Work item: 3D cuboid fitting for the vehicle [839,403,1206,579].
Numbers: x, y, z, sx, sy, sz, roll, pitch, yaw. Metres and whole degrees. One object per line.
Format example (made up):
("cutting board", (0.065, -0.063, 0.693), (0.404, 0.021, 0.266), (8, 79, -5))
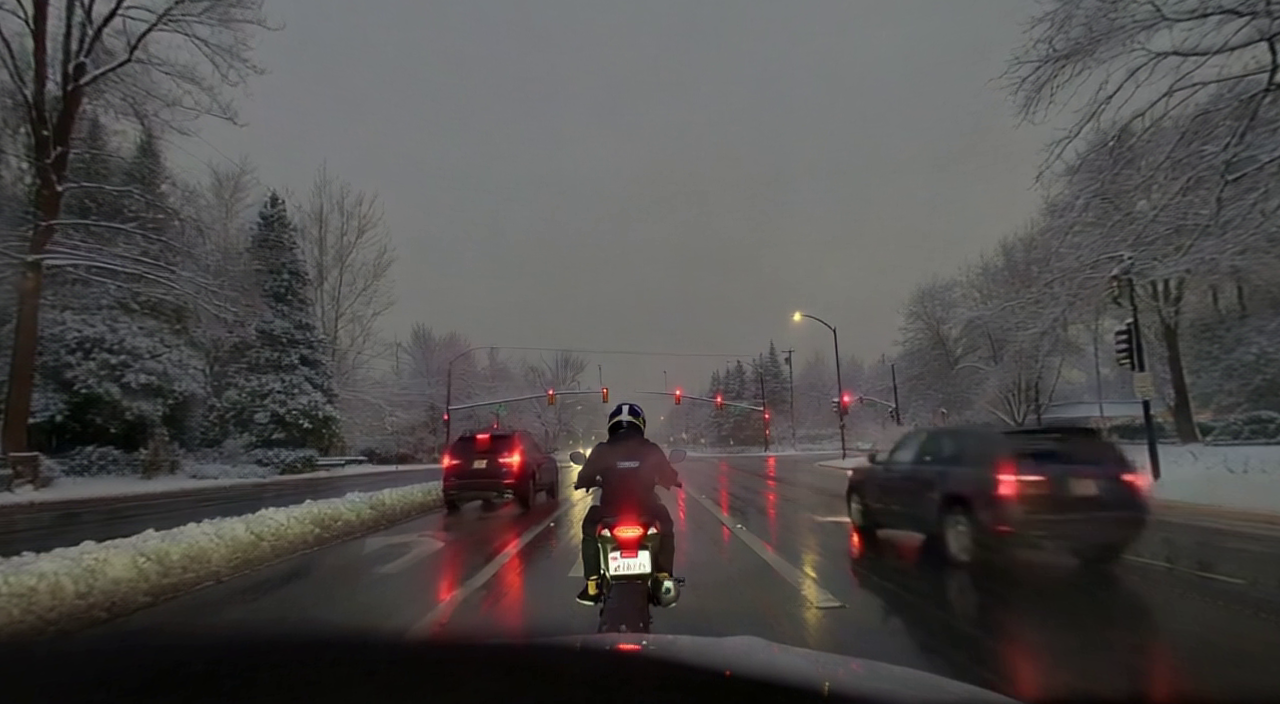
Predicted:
("vehicle", (4.334, 1.631, 8.207), (2.075, 1.661, 4.229), (0, -8, 0))

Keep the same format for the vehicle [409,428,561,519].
("vehicle", (-3.195, 2.622, 14.250), (2.056, 1.647, 5.045), (-1, -8, 1))

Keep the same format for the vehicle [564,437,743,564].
("vehicle", (0.126, 2.059, 9.651), (2.093, 1.450, 4.437), (0, -8, -1))
